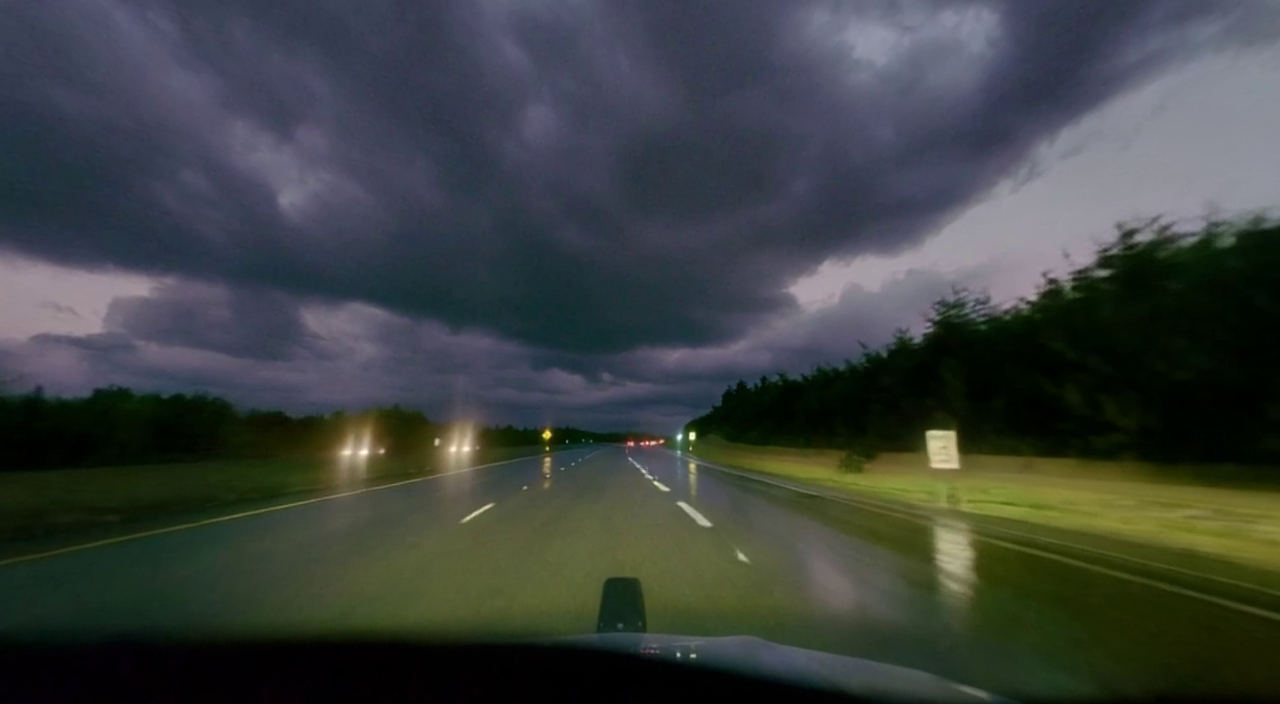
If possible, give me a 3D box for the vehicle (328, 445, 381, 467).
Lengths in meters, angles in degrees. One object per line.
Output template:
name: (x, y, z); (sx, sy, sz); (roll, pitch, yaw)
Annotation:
vehicle: (-21.617, 7.879, 47.980); (2.015, 1.595, 4.727); (0, -9, -3)
